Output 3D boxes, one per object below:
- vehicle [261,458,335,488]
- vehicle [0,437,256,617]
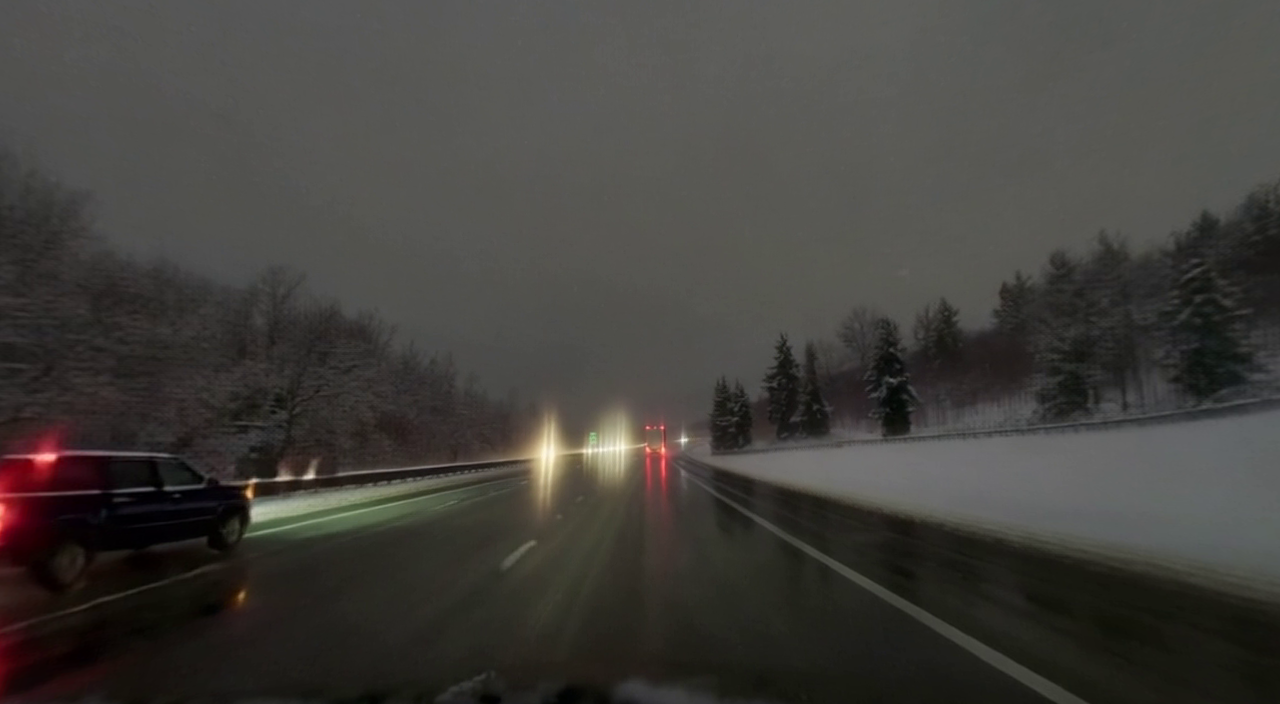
[{"bbox_3d":[-18.600,6.563,34.286,1.783,1.480,4.034,0,-9,0],"label":"vehicle"},{"bbox_3d":[-6.490,1.715,6.743,1.956,1.538,4.318,0,-9,0],"label":"vehicle"}]
